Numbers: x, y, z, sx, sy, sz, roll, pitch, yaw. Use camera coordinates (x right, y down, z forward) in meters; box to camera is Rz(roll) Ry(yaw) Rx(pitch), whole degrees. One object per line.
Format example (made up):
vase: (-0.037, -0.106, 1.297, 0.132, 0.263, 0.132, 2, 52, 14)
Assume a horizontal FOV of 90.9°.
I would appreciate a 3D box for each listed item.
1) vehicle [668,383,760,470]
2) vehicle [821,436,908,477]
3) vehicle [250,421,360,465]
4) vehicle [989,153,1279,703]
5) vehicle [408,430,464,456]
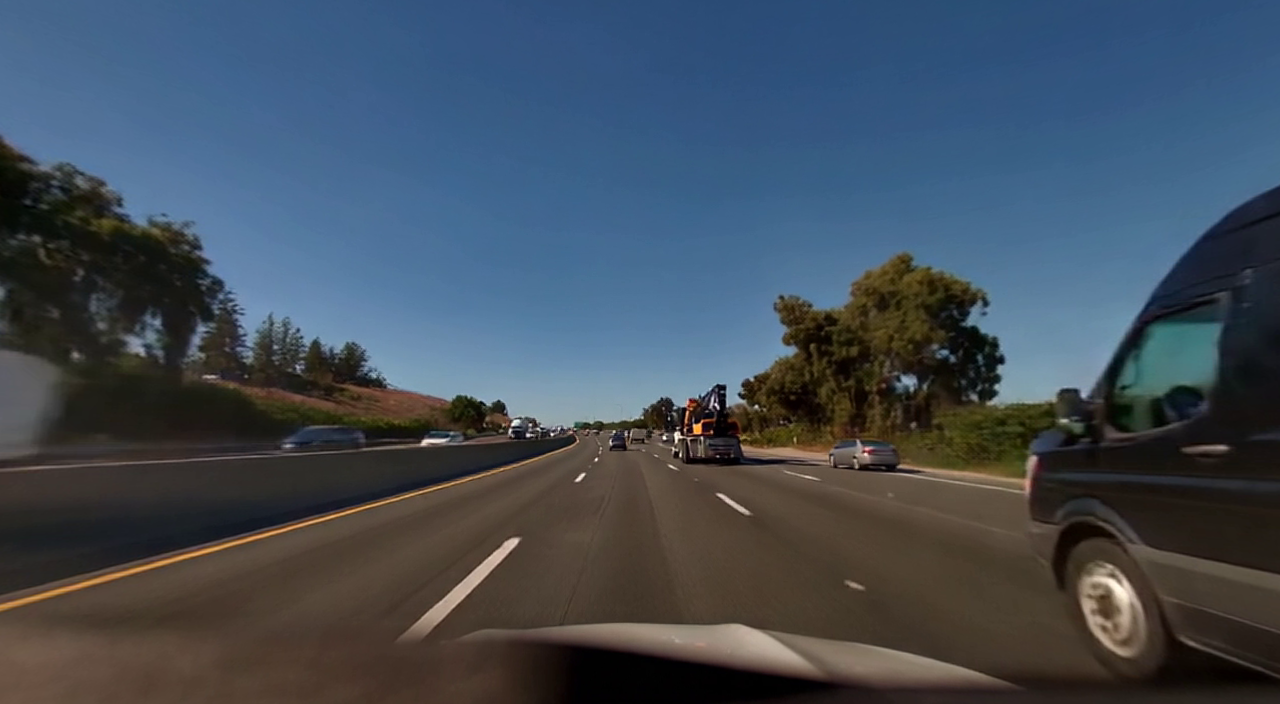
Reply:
vehicle: (3.416, 3.890, 32.324, 2.912, 3.738, 10.123, 0, -8, -4)
vehicle: (8.753, 4.076, 24.994, 1.820, 1.469, 4.257, 0, -8, -1)
vehicle: (-12.472, 3.420, 23.807, 2.055, 1.499, 4.104, 0, -8, -2)
vehicle: (3.779, 0.328, 1.474, 2.386, 2.509, 5.880, 0, -8, -2)
vehicle: (-12.301, 5.499, 38.295, 1.963, 1.489, 4.582, 0, -8, -2)
